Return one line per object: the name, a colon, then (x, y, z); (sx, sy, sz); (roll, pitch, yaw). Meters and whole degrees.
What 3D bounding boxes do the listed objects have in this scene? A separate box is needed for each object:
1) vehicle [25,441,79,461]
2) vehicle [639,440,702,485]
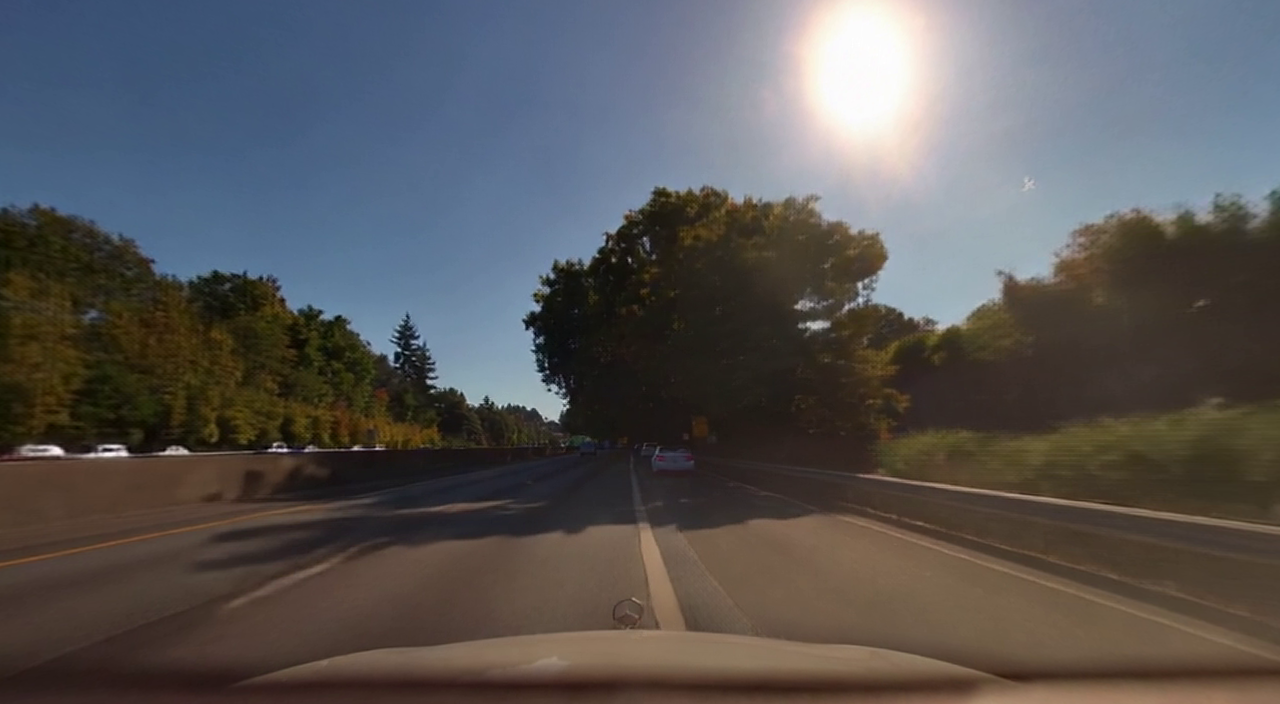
vehicle: (-44.263, 7.491, 47.496); (1.542, 1.434, 2.718); (1, -9, -7)
vehicle: (1.004, 3.915, 22.499); (1.960, 1.456, 3.818); (0, -9, -1)
